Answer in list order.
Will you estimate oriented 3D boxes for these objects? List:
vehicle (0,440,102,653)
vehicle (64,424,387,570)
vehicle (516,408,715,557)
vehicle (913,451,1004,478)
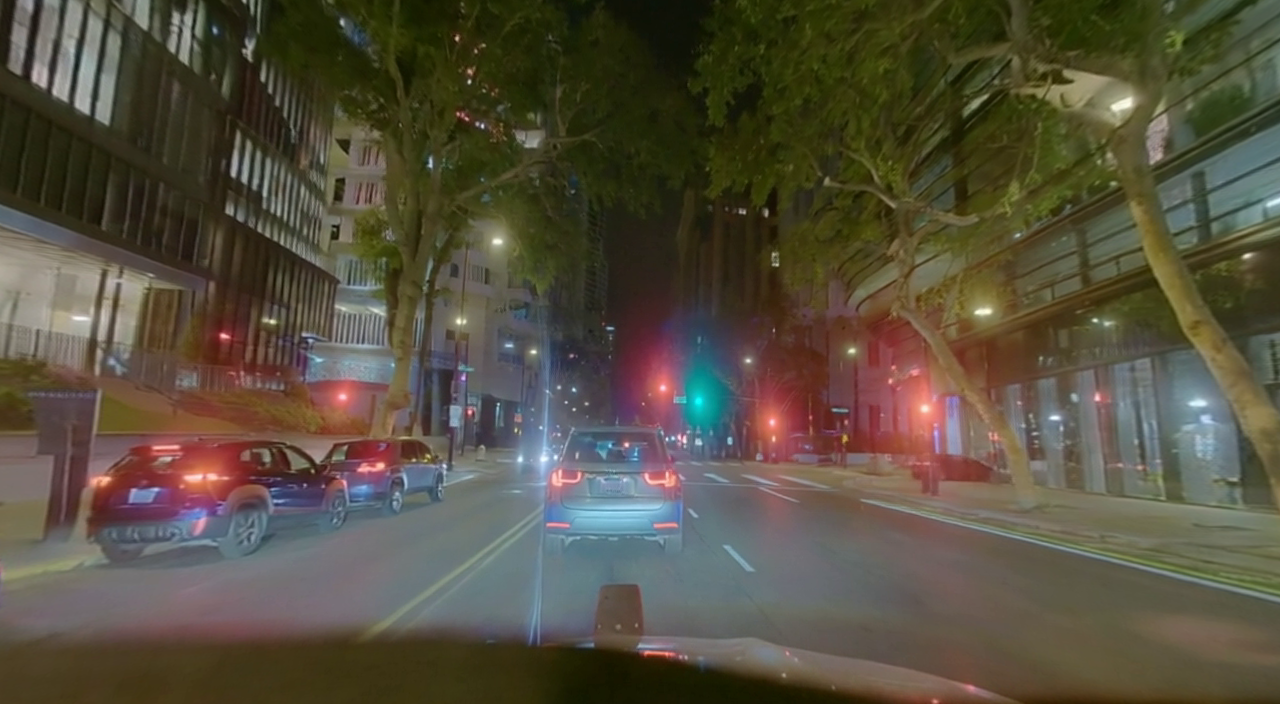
[{"bbox_3d":[-5.553,1.150,3.014,1.841,1.466,4.364,-1,-9,6],"label":"vehicle"},{"bbox_3d":[-5.766,2.038,9.700,1.904,1.684,4.529,0,-9,-1],"label":"vehicle"},{"bbox_3d":[-0.257,1.791,9.238,2.258,1.687,3.934,0,-9,1],"label":"vehicle"},{"bbox_3d":[19.654,6.961,39.123,4.638,1.555,1.824,0,-9,-2],"label":"vehicle"}]
